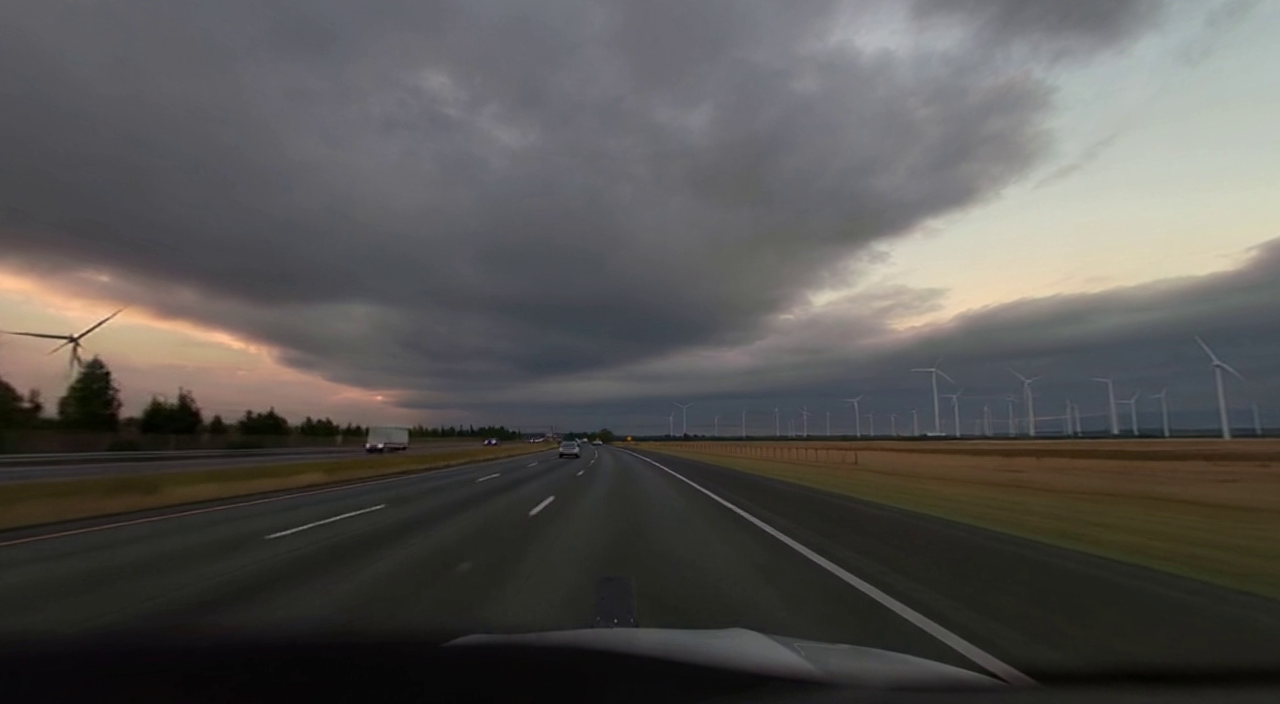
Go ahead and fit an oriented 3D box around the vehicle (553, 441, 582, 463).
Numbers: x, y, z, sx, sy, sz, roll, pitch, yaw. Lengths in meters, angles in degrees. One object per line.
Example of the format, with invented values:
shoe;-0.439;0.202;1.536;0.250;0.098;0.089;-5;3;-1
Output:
vehicle;-5.587;7.767;49.036;2.053;1.549;4.097;0;-8;-3
